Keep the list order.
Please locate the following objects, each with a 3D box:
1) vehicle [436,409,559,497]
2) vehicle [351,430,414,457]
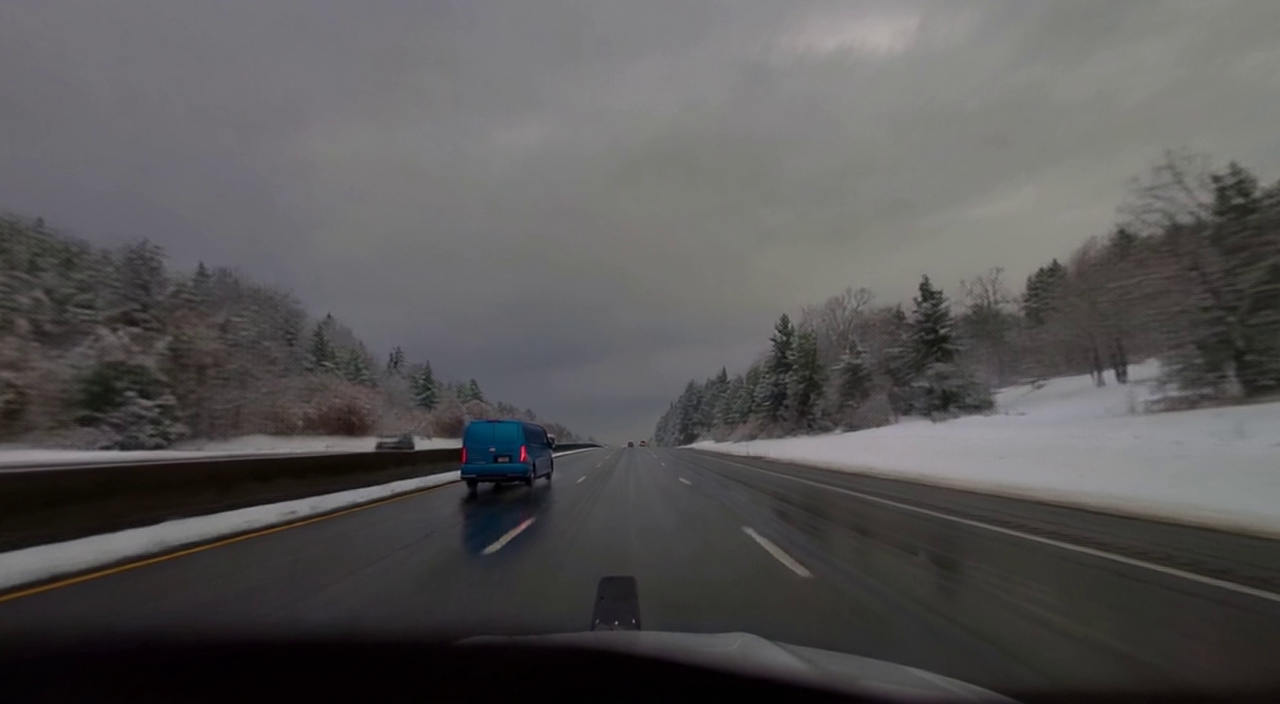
[{"bbox_3d":[-3.615,2.668,17.053,2.297,2.011,4.736,0,-8,-1],"label":"vehicle"},{"bbox_3d":[-16.300,5.826,40.183,2.196,1.632,4.565,0,-8,-1],"label":"vehicle"}]
